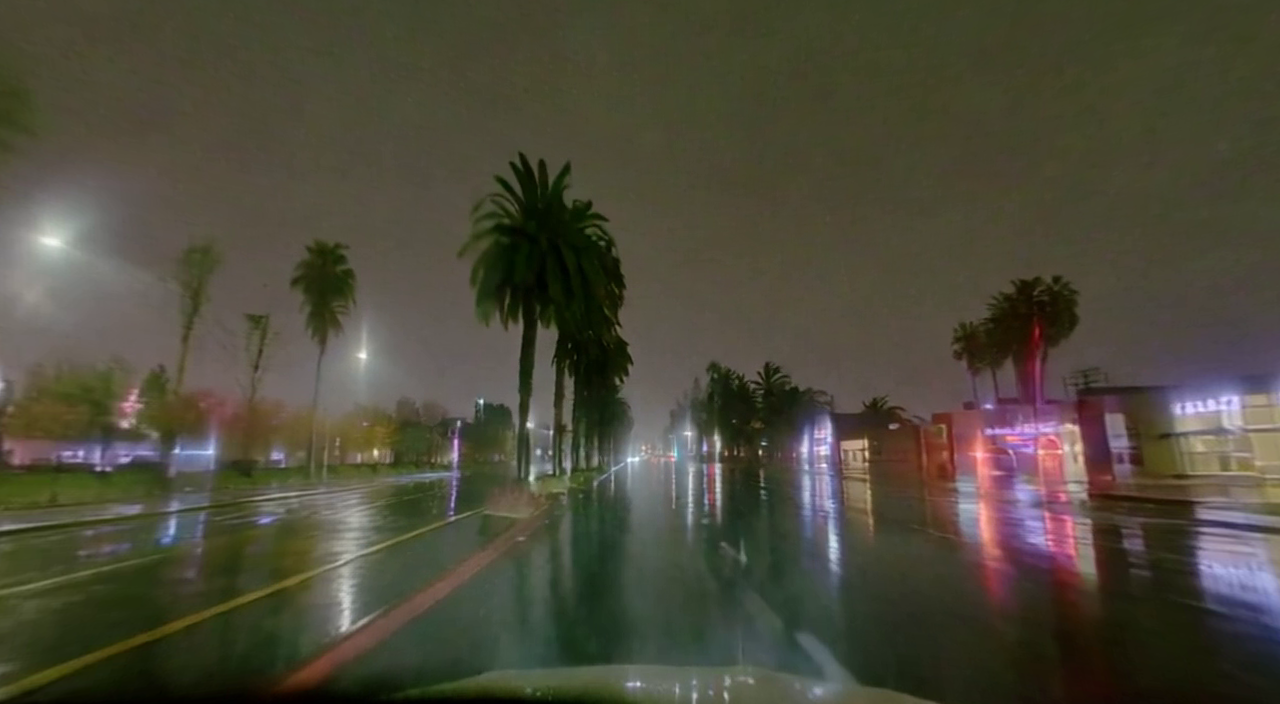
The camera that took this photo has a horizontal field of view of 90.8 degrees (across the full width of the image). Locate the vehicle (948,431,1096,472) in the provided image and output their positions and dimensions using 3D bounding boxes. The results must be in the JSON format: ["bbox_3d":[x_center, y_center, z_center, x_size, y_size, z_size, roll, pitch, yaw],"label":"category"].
[{"bbox_3d":[21.498,5.633,35.788,6.489,2.179,2.882,0,-9,-1],"label":"vehicle"}]

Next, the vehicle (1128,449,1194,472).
[{"bbox_3d":[39.611,8.244,48.142,1.919,1.613,3.862,-1,-8,5],"label":"vehicle"}]
